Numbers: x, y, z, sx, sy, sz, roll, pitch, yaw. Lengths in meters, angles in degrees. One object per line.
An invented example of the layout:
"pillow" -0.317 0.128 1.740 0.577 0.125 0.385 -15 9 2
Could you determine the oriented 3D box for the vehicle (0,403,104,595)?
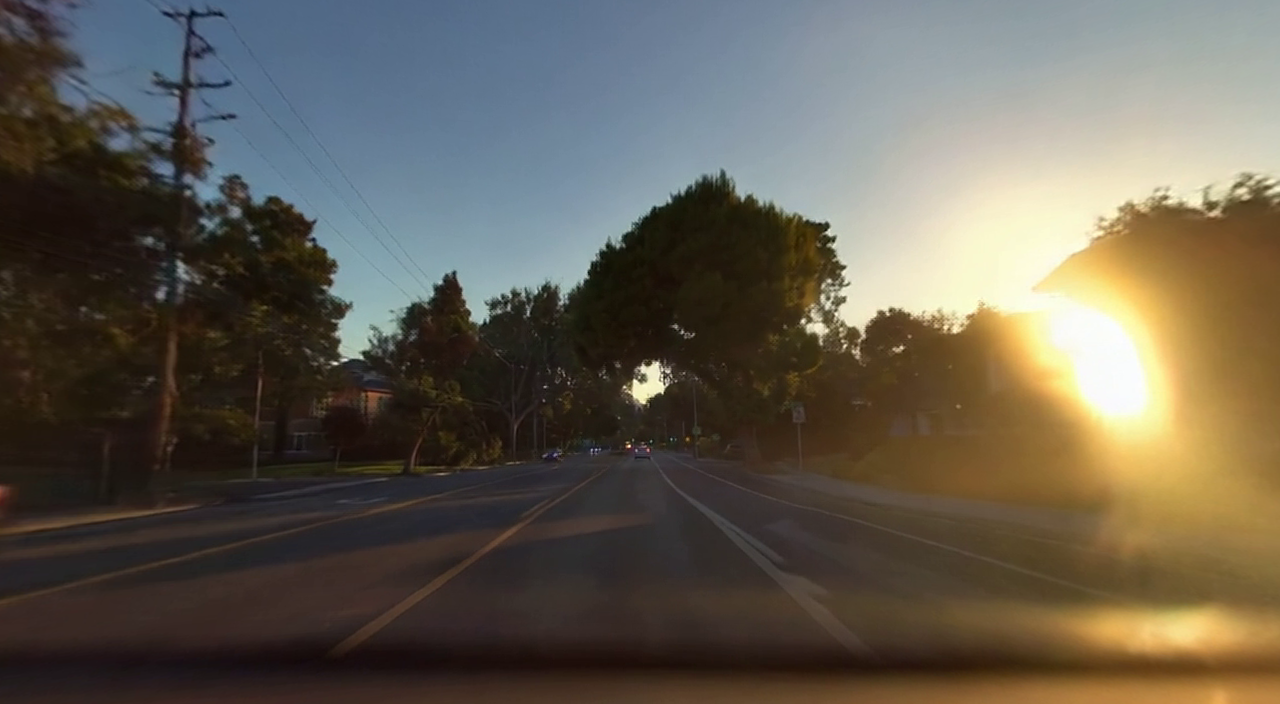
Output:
"vehicle" -7.523 1.260 4.529 2.325 1.877 5.690 -3 -9 0
